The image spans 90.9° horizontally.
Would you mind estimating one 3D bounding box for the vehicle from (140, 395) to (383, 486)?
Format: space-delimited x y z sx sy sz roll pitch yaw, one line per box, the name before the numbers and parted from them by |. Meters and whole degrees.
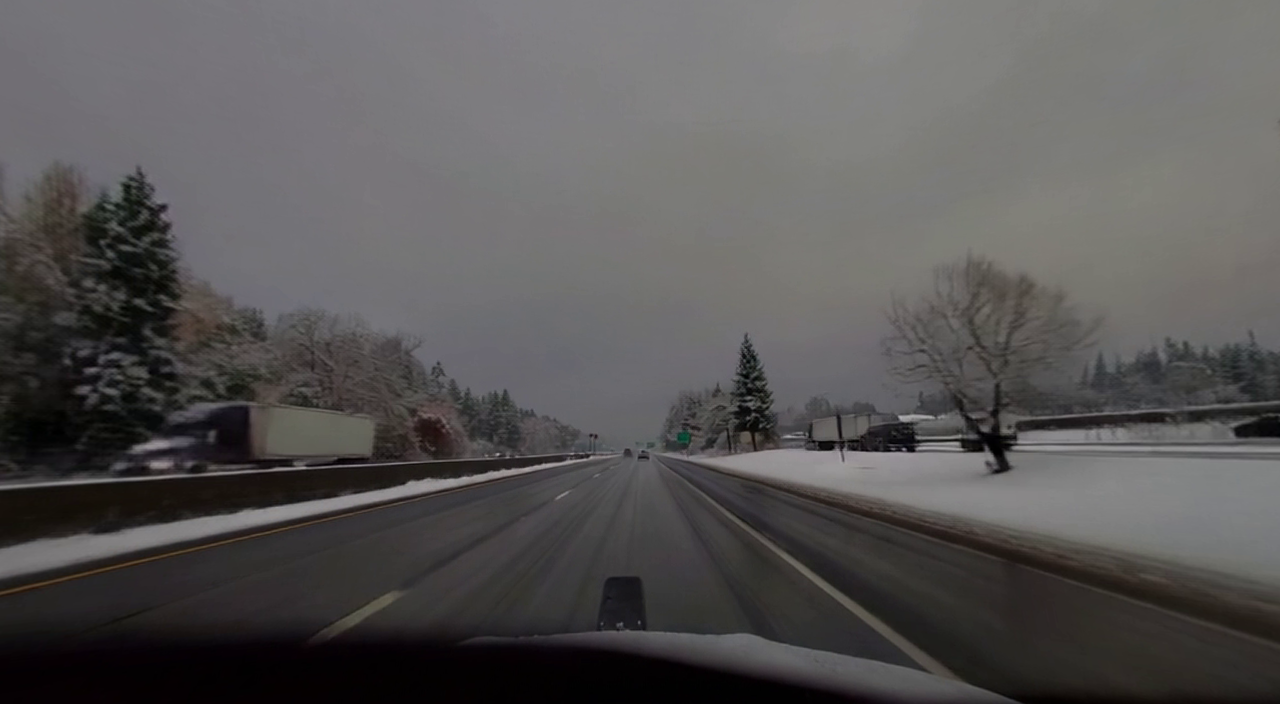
vehicle | -18.063 4.697 32.692 2.928 3.532 15.828 0 -9 0
